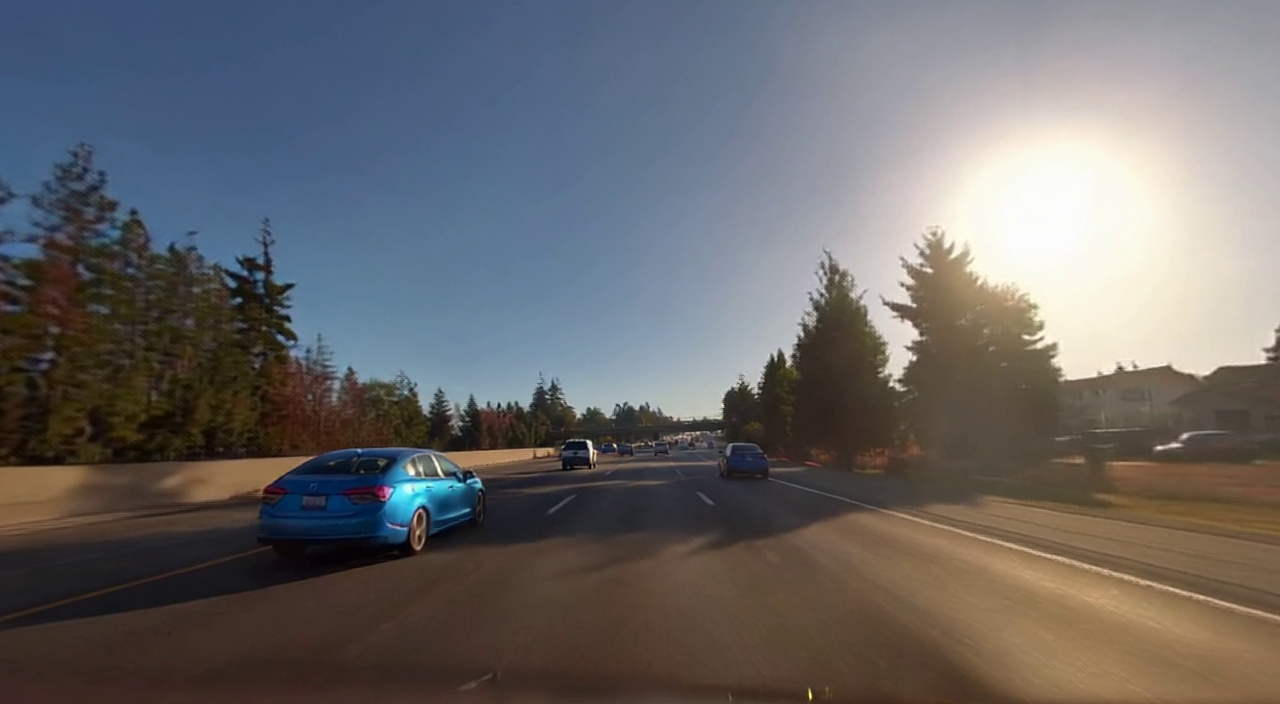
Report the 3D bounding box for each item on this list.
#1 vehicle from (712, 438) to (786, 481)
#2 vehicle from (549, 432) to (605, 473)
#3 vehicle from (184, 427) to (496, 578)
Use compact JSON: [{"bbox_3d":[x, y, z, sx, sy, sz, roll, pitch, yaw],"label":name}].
[{"bbox_3d":[4.038,4.065,24.130,2.100,1.472,4.533,0,-8,1],"label":"vehicle"},{"bbox_3d":[-2.995,4.950,31.087,2.122,1.847,4.696,0,-8,2],"label":"vehicle"},{"bbox_3d":[-3.481,1.825,8.515,1.948,1.475,4.461,0,-8,1],"label":"vehicle"}]
